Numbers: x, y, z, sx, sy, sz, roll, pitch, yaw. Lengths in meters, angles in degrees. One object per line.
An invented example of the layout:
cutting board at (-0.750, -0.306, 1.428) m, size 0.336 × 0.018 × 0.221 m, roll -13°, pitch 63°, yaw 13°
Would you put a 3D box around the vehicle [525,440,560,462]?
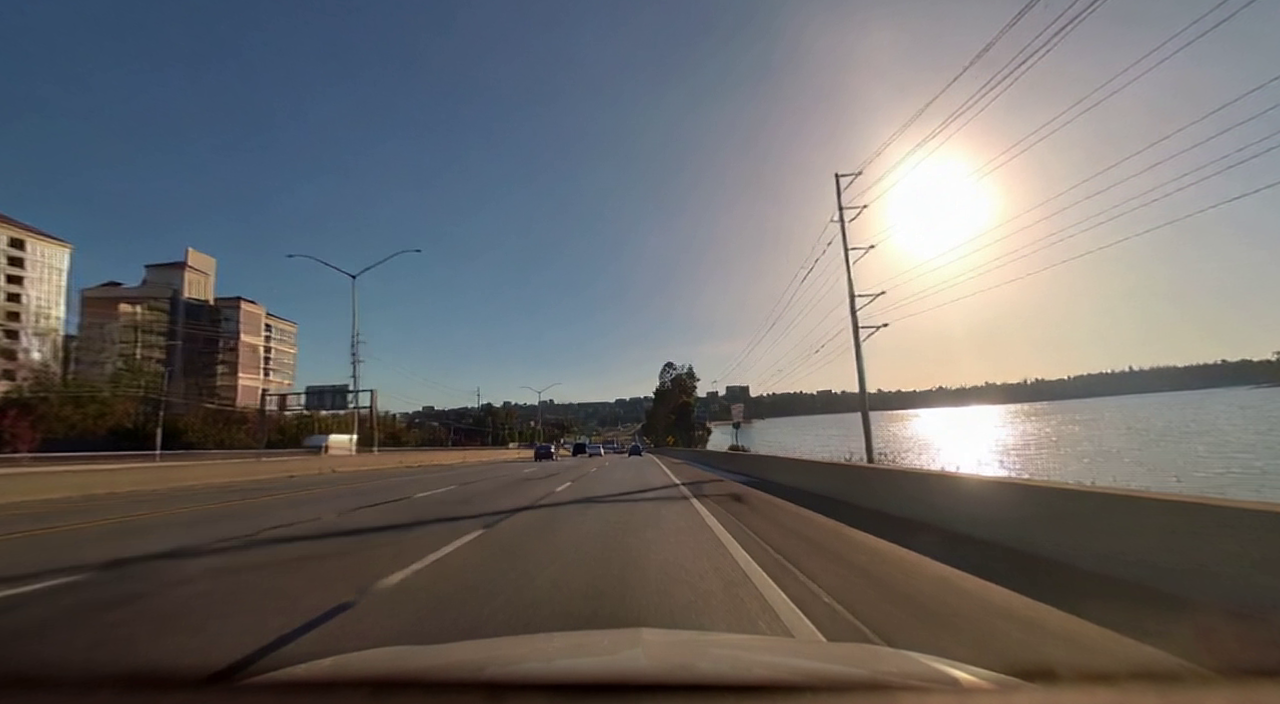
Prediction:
vehicle at (-7.367, 7.528, 47.975) m, size 1.946 × 1.590 × 4.042 m, roll 0°, pitch -8°, yaw 1°
